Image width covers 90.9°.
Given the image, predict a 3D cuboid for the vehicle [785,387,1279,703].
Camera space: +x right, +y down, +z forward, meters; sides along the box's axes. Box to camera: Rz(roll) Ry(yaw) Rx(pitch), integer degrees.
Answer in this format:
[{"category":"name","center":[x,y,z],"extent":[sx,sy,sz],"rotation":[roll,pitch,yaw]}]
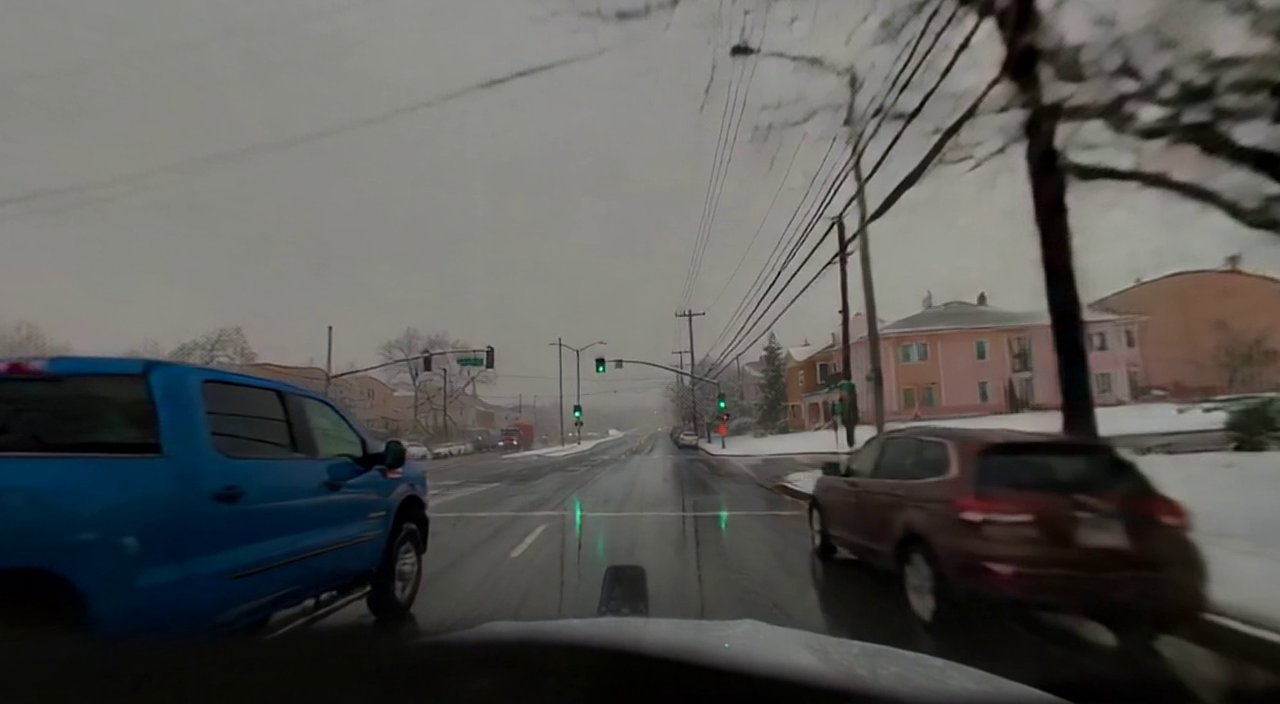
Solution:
[{"category":"vehicle","center":[2.963,1.346,5.602],"extent":[2.132,1.601,4.924],"rotation":[0,-9,0]}]

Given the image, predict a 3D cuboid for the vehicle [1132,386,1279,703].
[{"category":"vehicle","center":[3.031,0.598,0.287],"extent":[2.012,1.491,4.333],"rotation":[0,-9,-2]}]

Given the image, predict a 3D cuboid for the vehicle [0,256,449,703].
[{"category":"vehicle","center":[-2.968,0.886,3.191],"extent":[2.242,1.890,5.306],"rotation":[-1,-9,1]}]
